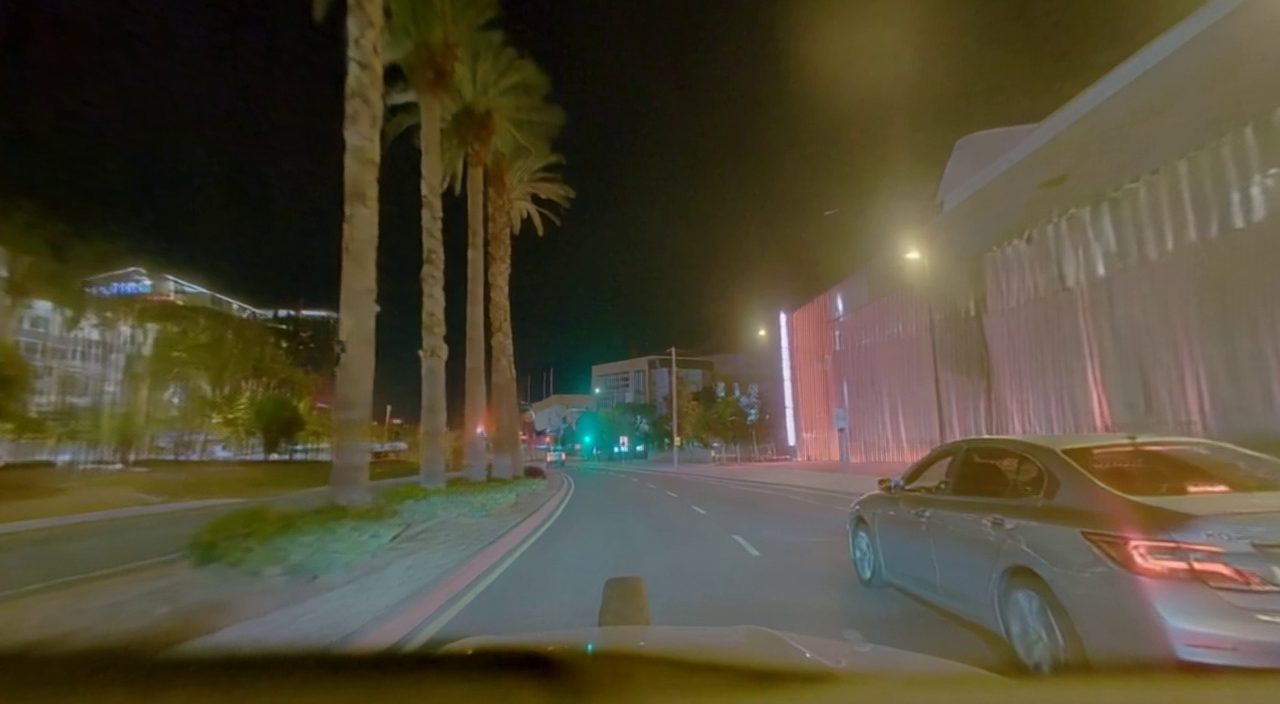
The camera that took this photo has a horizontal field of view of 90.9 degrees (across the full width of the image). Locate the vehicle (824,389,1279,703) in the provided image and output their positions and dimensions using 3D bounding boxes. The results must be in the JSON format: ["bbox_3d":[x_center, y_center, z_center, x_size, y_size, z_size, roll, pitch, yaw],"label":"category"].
[{"bbox_3d":[2.985,1.242,4.647,1.867,1.554,4.301,0,-9,-1],"label":"vehicle"}]
